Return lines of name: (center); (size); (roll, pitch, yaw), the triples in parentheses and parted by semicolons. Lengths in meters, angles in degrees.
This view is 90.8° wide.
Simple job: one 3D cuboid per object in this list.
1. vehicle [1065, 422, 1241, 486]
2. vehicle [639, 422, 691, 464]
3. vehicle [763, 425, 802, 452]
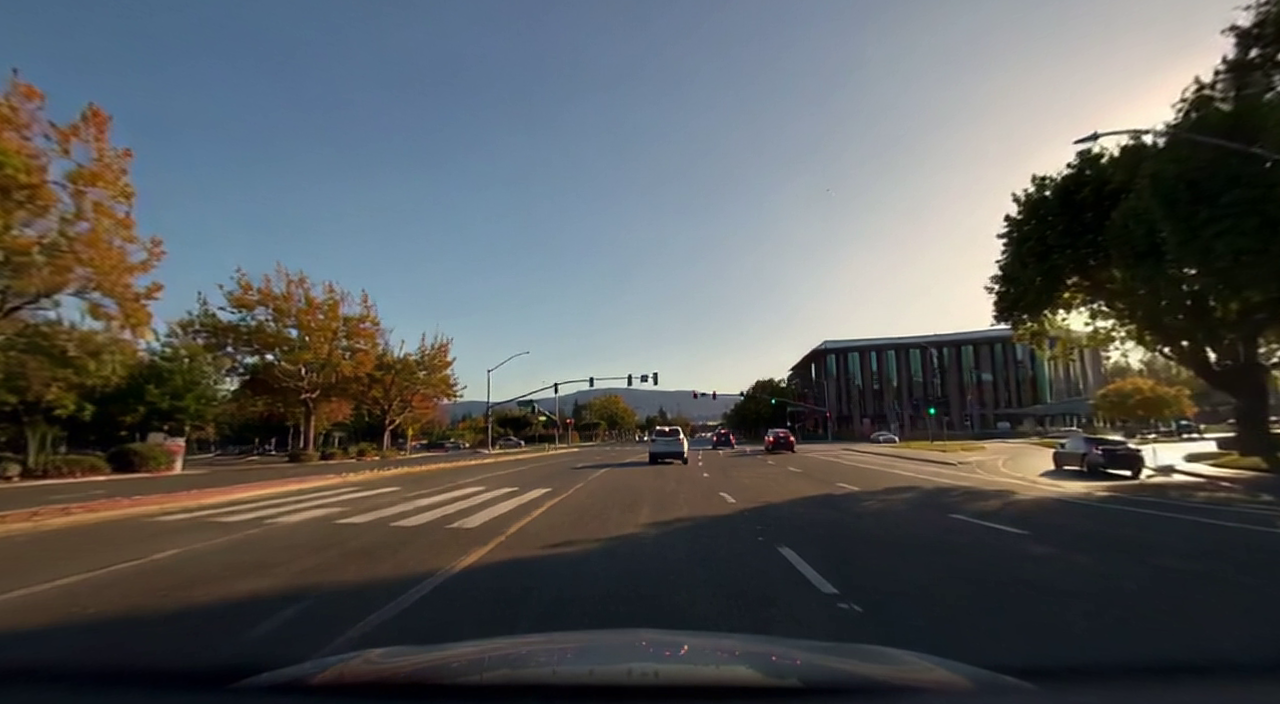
vehicle: (14.648, 2.936, 18.475); (2.118, 1.606, 4.640); (-2, -8, 14)
vehicle: (1.250, 4.258, 29.577); (2.211, 1.795, 4.179); (-1, -8, 5)
vehicle: (9.869, 6.025, 43.937); (2.074, 1.791, 4.393); (-1, -8, 6)
